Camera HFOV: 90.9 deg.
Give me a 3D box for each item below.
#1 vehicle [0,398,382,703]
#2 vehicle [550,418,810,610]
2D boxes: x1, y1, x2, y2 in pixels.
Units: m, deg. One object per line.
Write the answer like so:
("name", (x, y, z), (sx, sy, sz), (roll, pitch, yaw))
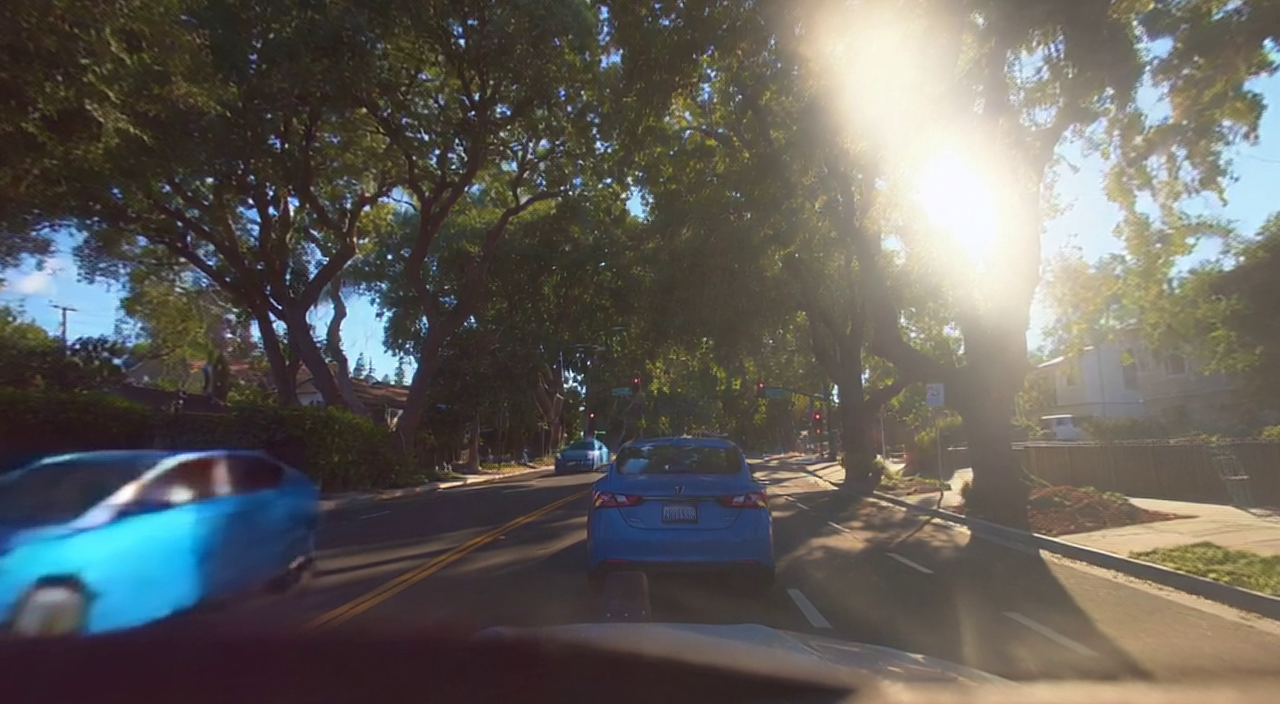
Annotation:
("vehicle", (-4.197, 1.422, 5.215), (2.160, 1.507, 4.470), (-6, -9, 1))
("vehicle", (0.354, 1.589, 7.090), (2.070, 1.516, 3.936), (0, -8, 1))
